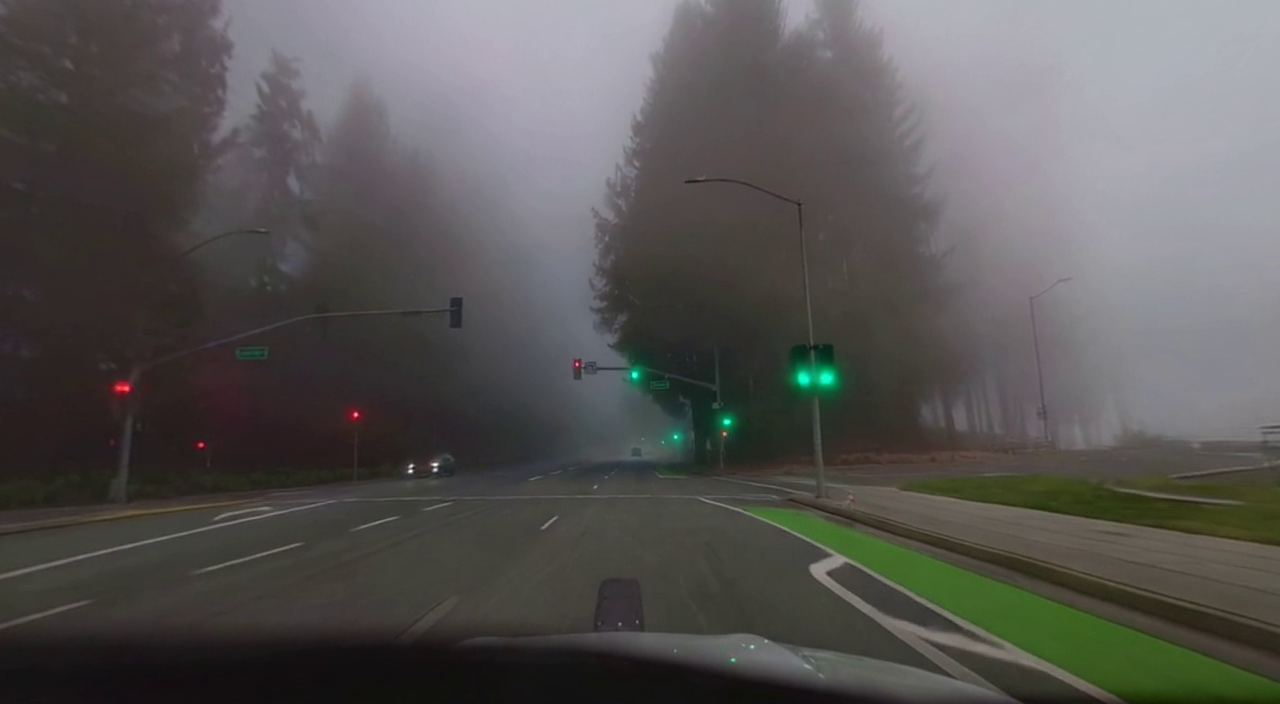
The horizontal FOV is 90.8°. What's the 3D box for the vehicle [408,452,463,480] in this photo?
[{"bbox_3d":[-14.300,7.975,44.391,2.113,1.804,4.732,0,-9,2],"label":"vehicle"}]
